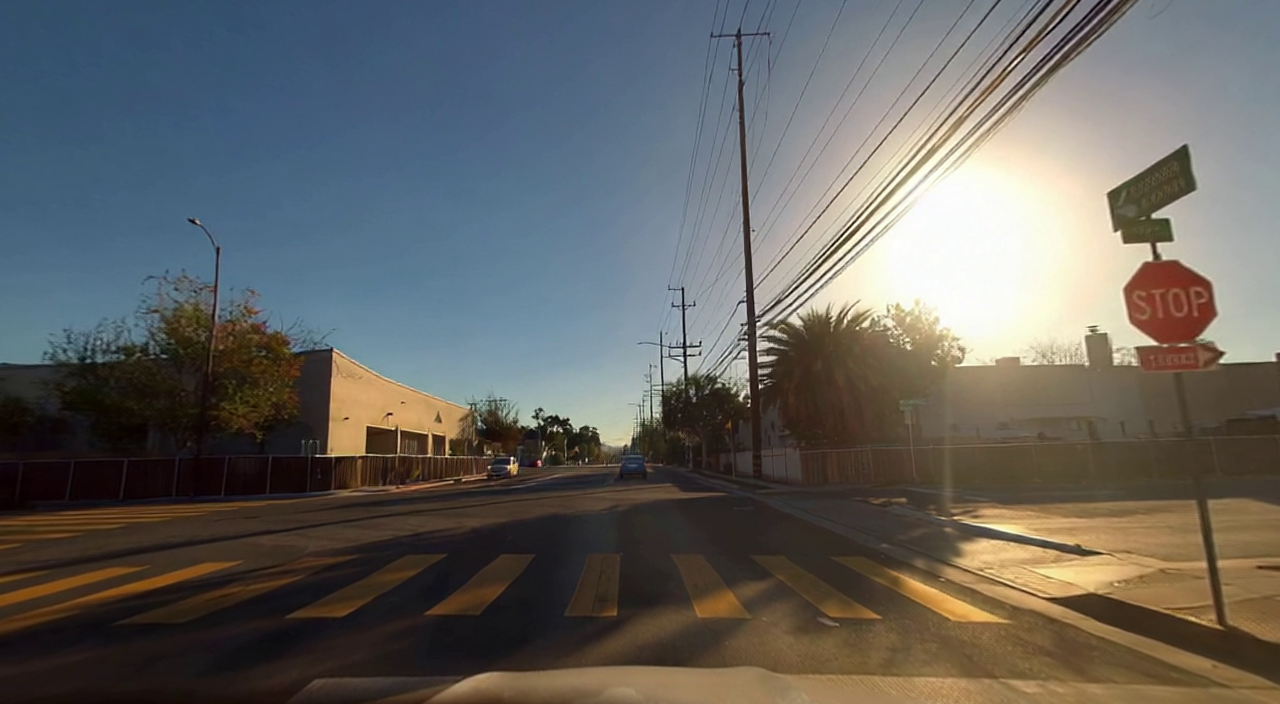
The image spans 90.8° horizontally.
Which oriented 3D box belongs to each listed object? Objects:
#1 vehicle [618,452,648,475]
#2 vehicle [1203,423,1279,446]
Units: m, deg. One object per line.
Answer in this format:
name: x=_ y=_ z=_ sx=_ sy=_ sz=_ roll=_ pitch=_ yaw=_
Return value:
vehicle: x=-0.493 y=7.990 z=45.404 sx=2.064 sy=1.477 sz=3.968 roll=0 pitch=-9 yaw=0
vehicle: x=44.576 y=6.053 z=46.033 sx=2.251 sy=1.596 sz=5.193 roll=-1 pitch=-8 yaw=0
